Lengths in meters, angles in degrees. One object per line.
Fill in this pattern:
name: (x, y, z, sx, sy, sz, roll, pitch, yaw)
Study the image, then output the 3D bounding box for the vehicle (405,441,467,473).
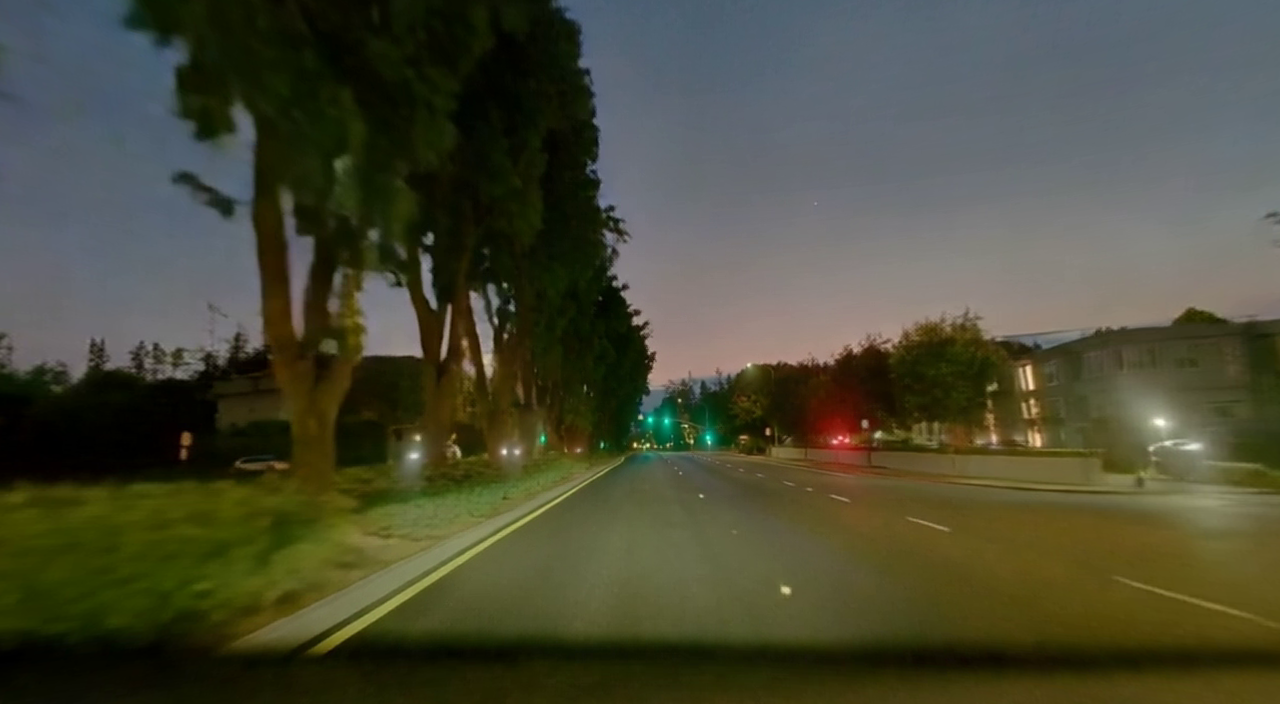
vehicle: (-11.890, 6.150, 37.130, 2.056, 1.763, 4.629, 0, -8, 1)

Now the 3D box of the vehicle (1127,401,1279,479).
vehicle: (21.652, 3.195, 22.859, 5.506, 2.643, 2.681, -1, -8, 3)

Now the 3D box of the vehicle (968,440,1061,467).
vehicle: (21.650, 5.862, 36.559, 4.176, 1.490, 1.871, 0, -8, -3)

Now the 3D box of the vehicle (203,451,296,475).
vehicle: (-25.120, 7.152, 40.620, 4.663, 1.464, 1.906, 0, -8, -1)
